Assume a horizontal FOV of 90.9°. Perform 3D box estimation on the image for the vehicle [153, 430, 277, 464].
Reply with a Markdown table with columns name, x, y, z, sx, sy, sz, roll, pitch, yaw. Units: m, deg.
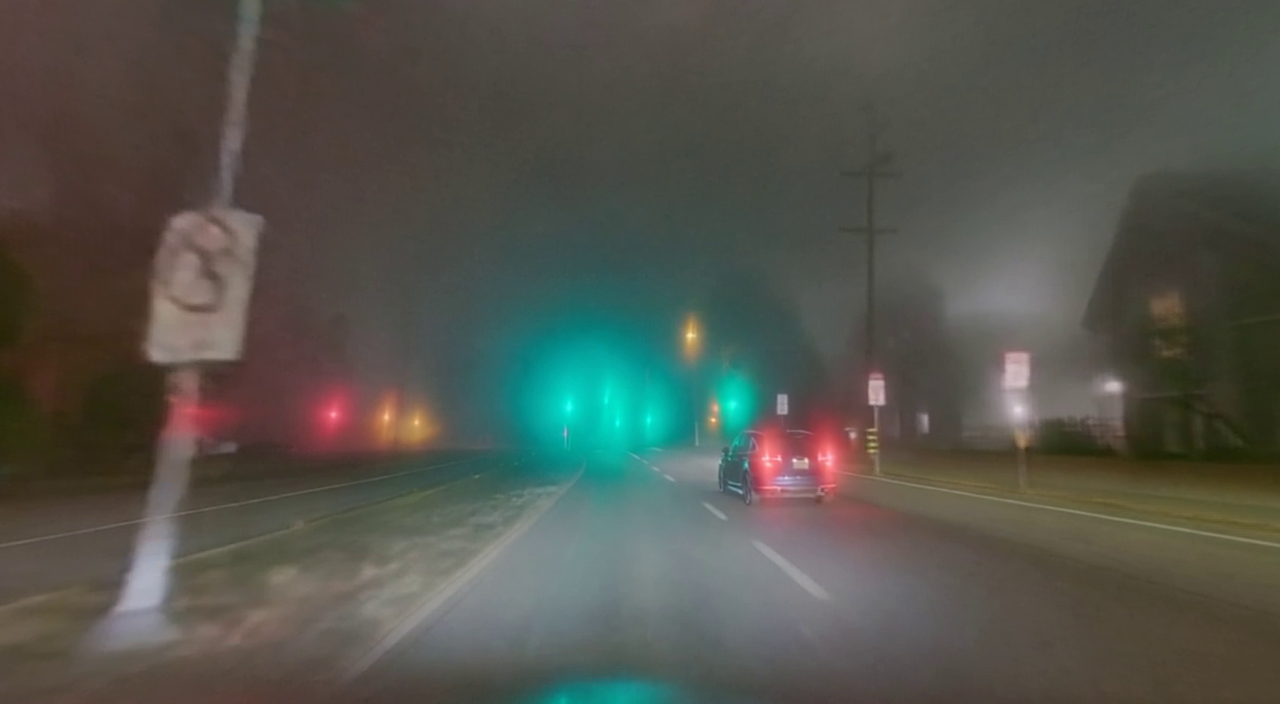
| name | x | y | z | sx | sy | sz | roll | pitch | yaw |
| --- | --- | --- | --- | --- | --- | --- | --- | --- | --- |
| vehicle | -21.474 | 4.824 | 32.053 | 4.717 | 1.615 | 2.014 | 2 | -9 | -11 |

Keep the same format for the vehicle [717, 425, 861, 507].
| name | x | y | z | sx | sy | sz | roll | pitch | yaw |
| --- | --- | --- | --- | --- | --- | --- | --- | --- | --- |
| vehicle | 2.971 | 2.380 | 13.549 | 1.960 | 1.479 | 4.086 | 0 | -8 | -2 |
